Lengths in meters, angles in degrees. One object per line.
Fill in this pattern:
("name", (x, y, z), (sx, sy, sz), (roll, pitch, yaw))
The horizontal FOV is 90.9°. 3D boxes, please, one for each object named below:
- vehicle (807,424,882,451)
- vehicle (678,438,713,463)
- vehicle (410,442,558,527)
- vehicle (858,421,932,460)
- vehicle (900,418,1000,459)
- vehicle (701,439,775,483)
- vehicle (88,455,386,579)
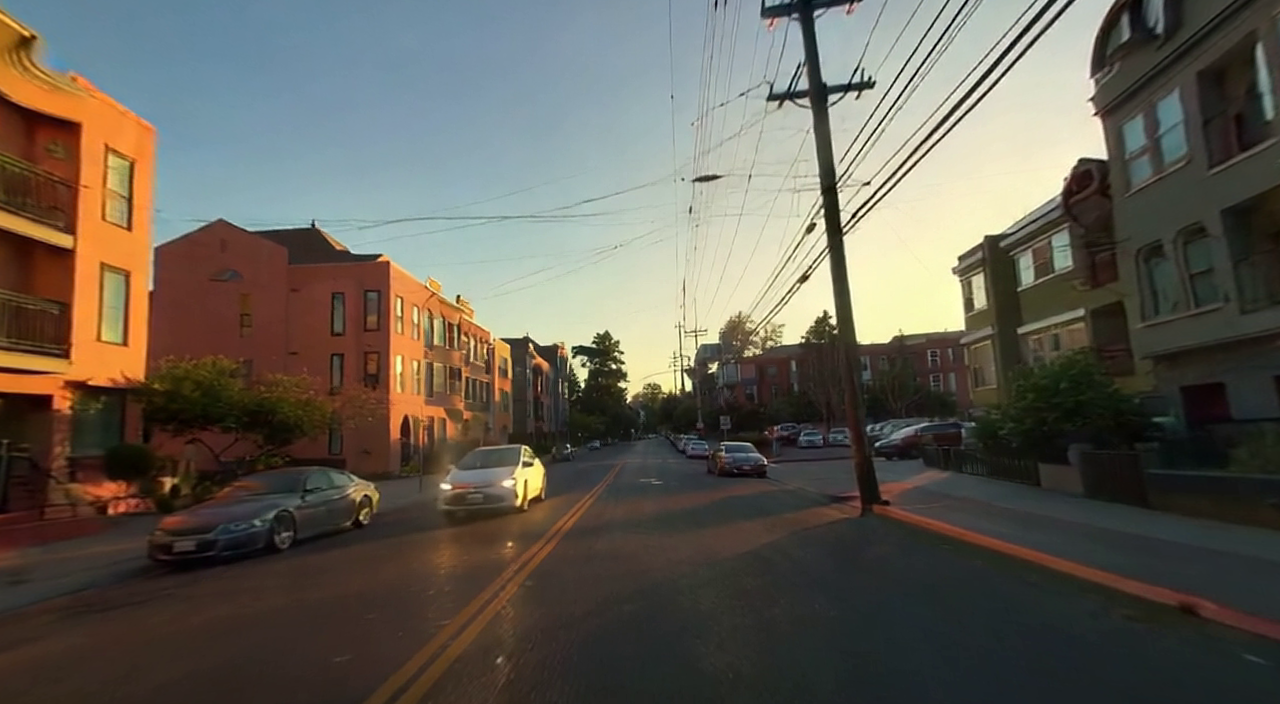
("vehicle", (13.243, 5.583, 41.141), (1.897, 1.659, 4.648), (4, -9, -27))
("vehicle", (3.700, 6.624, 42.479), (1.914, 1.591, 3.892), (0, -8, -1))
("vehicle", (-3.085, 2.689, 13.532), (2.052, 1.483, 4.276), (0, -8, 1))
("vehicle", (10.552, 3.697, 26.372), (1.801, 1.491, 3.488), (-1, -8, 4))
("vehicle", (12.890, 3.691, 26.608), (1.997, 1.546, 4.370), (-2, -9, 1))
("vehicle", (3.510, 3.984, 23.475), (1.928, 1.440, 4.738), (0, -8, -1))
("vehicle", (-6.127, 2.503, 10.445), (1.863, 1.449, 4.536), (-1, -8, 2))
